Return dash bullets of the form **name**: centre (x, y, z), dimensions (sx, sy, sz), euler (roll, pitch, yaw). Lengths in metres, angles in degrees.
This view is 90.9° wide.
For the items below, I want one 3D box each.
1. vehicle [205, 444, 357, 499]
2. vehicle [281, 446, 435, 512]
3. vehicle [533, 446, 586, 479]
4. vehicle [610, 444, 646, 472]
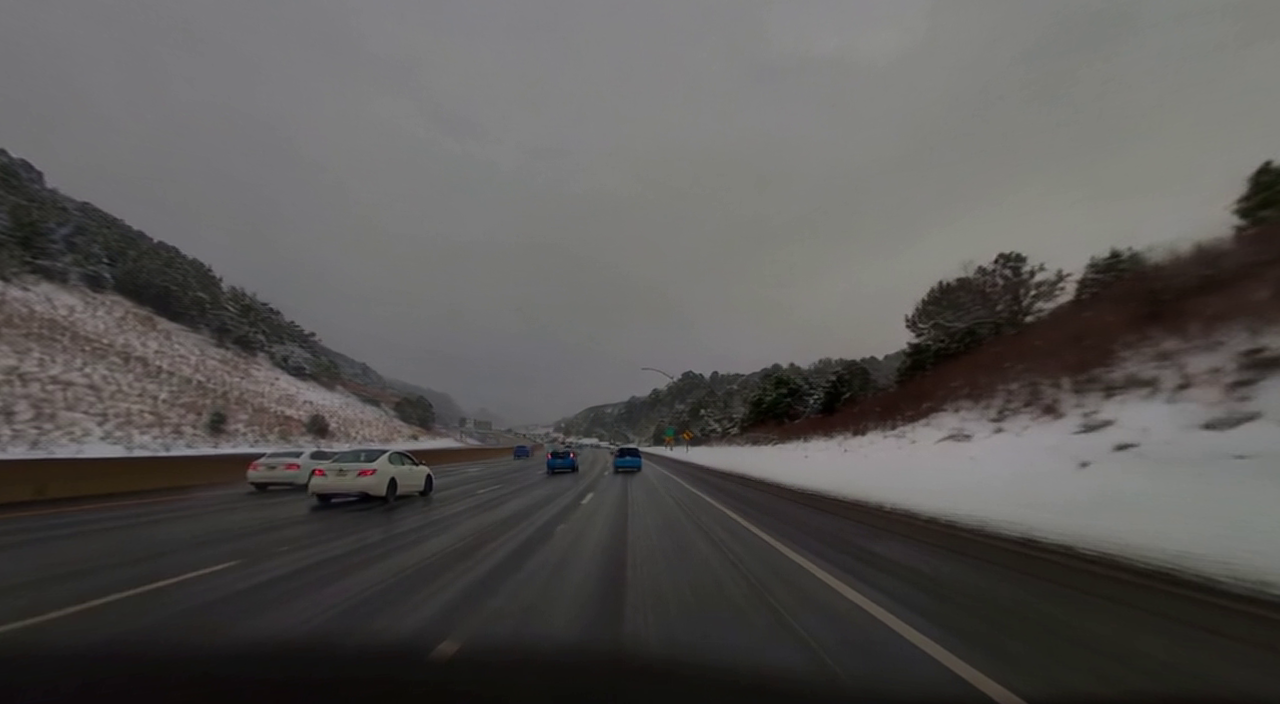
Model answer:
- **vehicle**: centre (-11.224, 3.730, 20.239), dimensions (2.048, 1.501, 4.898), euler (0, -8, -1)
- **vehicle**: centre (-6.937, 3.130, 16.119), dimensions (1.991, 1.441, 4.265), euler (0, -8, -1)
- **vehicle**: centre (-3.943, 5.492, 31.641), dimensions (2.144, 1.505, 4.649), euler (0, -8, -1)
- **vehicle**: centre (-0.806, 6.804, 40.838), dimensions (2.225, 1.674, 4.044), euler (0, -8, -2)
